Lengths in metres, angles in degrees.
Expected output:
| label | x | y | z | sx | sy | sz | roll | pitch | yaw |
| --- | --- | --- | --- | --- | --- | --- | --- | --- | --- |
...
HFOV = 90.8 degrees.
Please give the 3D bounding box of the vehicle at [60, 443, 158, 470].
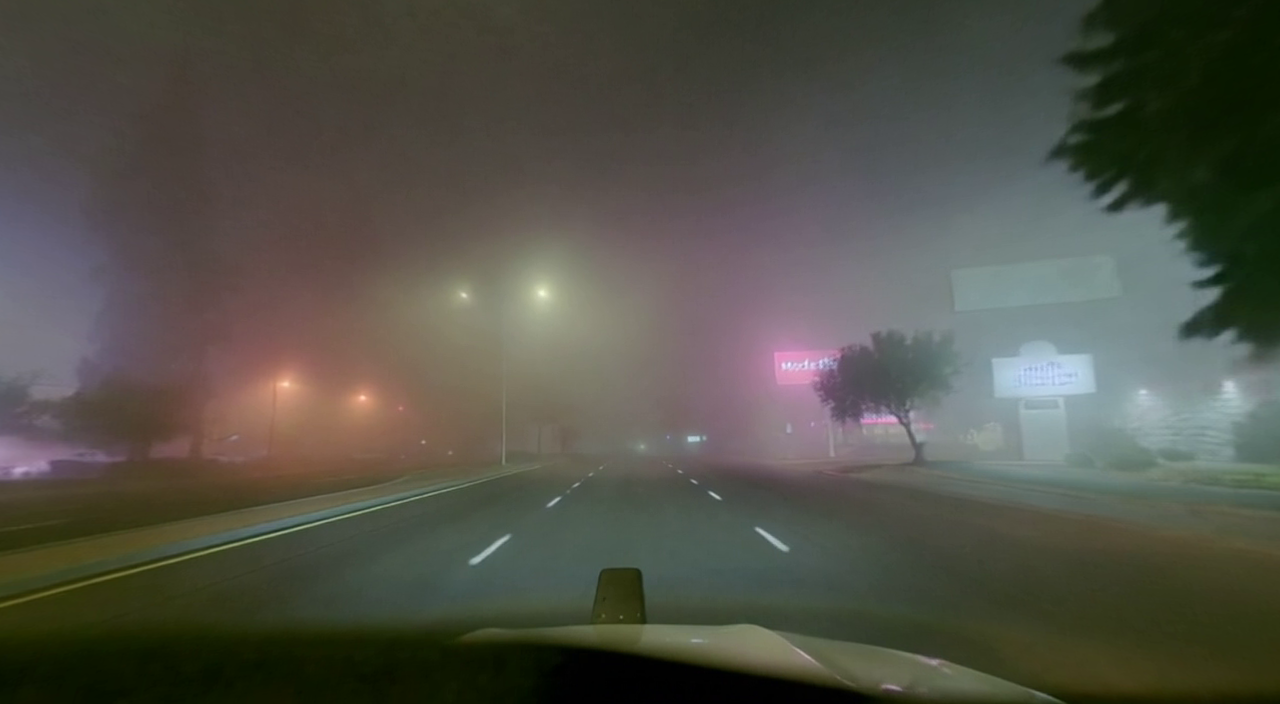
| label | x | y | z | sx | sy | sz | roll | pitch | yaw |
| --- | --- | --- | --- | --- | --- | --- | --- | --- | --- |
| vehicle | -33.387 | 6.568 | 39.827 | 4.359 | 1.667 | 1.914 | 0 | -8 | -1 |
